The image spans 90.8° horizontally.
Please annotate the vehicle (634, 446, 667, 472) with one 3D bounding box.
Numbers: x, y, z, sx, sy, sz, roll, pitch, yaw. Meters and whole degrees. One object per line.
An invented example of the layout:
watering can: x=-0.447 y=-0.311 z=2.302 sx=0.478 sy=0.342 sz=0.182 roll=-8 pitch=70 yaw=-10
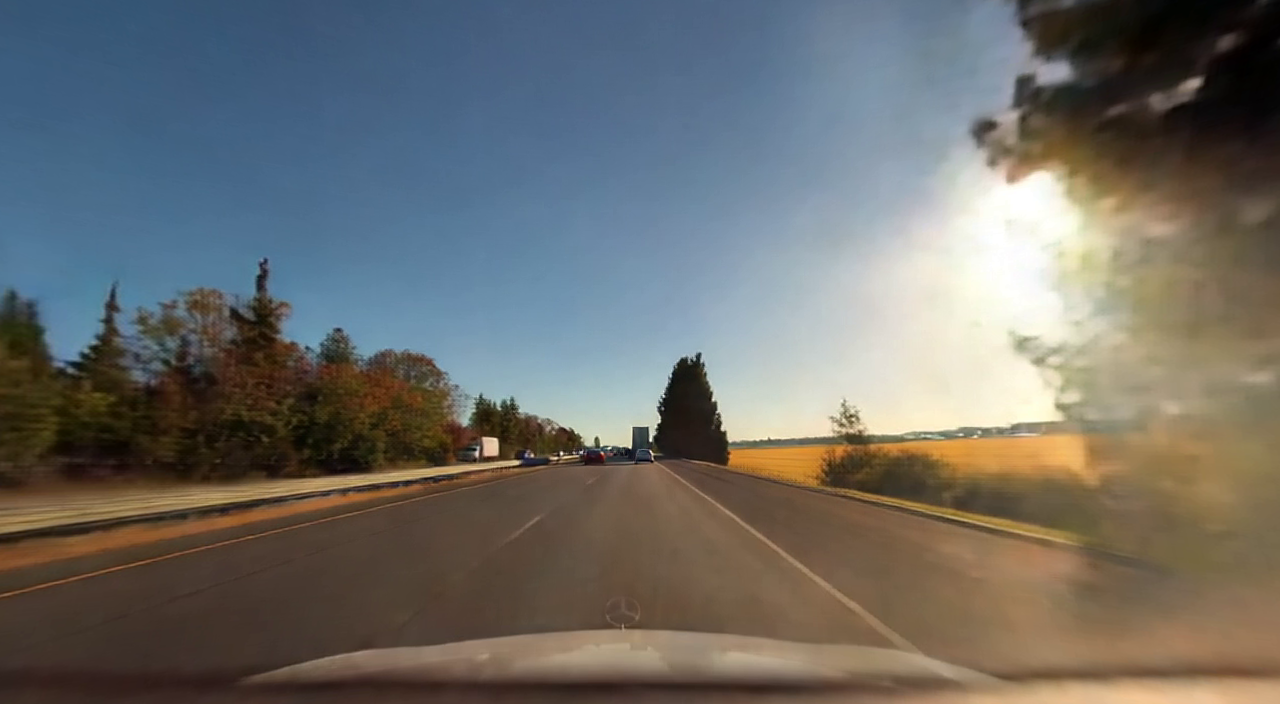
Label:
vehicle: x=0.627 y=7.032 z=41.653 sx=1.992 sy=1.593 sz=3.937 roll=0 pitch=-9 yaw=-1
